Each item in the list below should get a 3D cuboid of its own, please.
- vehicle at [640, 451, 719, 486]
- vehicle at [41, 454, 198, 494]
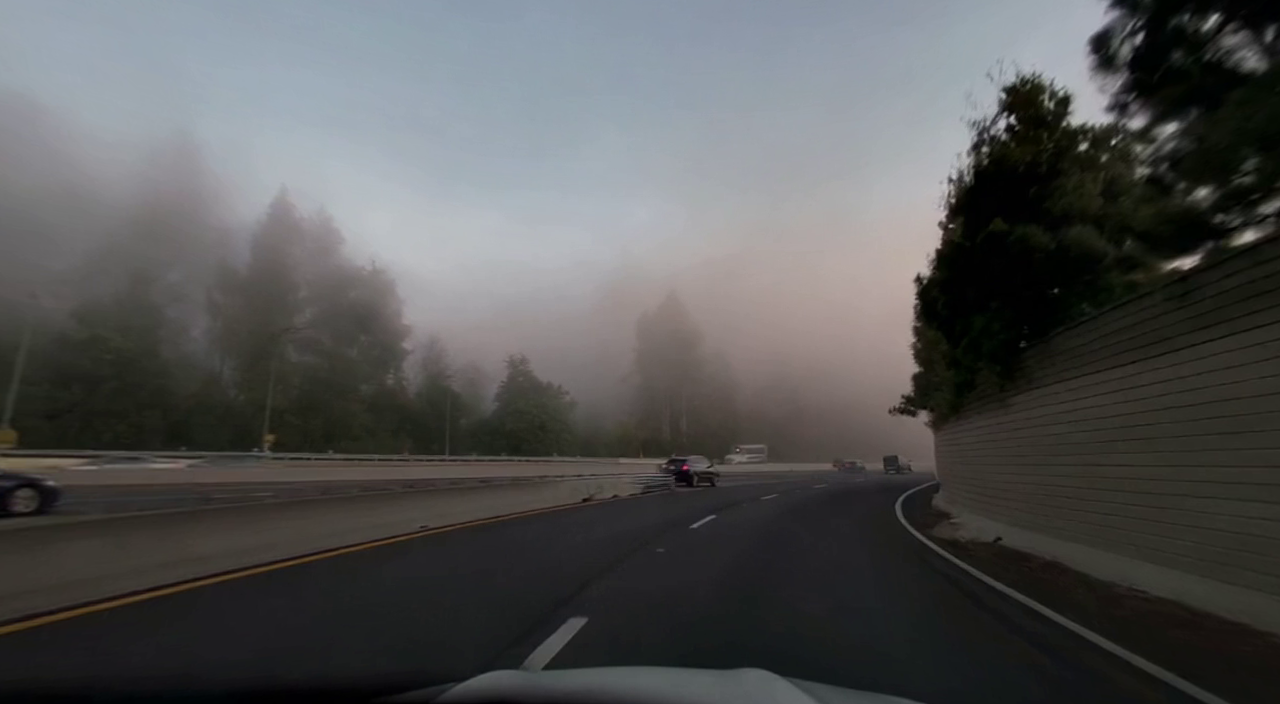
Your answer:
[{"bbox_3d":[2.029,5.745,31.419,1.769,1.583,4.387,-7,-11,37],"label":"vehicle"},{"bbox_3d":[-21.195,4.938,25.835,1.735,1.419,4.560,-7,-11,37],"label":"vehicle"}]
